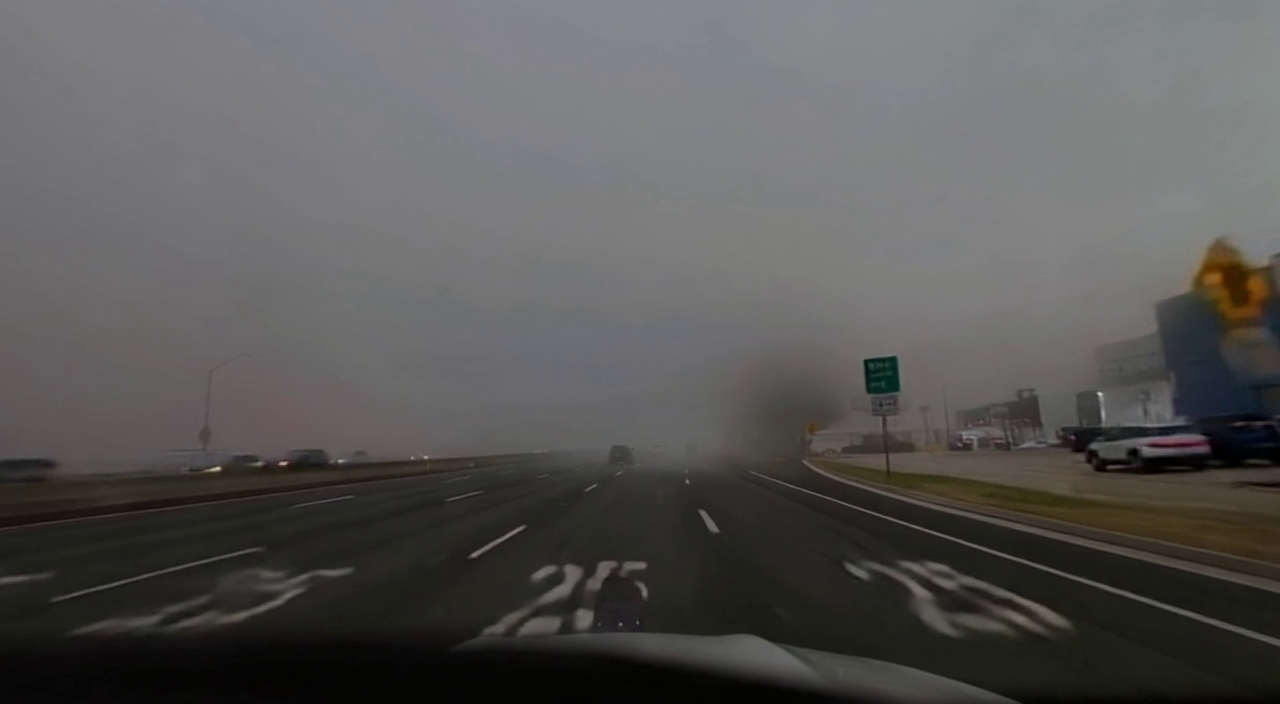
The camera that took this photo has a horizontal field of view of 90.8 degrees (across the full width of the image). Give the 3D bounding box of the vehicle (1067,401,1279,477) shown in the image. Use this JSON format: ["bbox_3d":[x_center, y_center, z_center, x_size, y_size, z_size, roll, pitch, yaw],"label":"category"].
[{"bbox_3d":[17.619,2.869,20.488,5.837,2.109,2.476,-7,-11,28],"label":"vehicle"}]

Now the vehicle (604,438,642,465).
[{"bbox_3d":[-1.129,7.048,44.813,2.139,1.782,4.079,-1,-9,6],"label":"vehicle"}]

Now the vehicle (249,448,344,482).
[{"bbox_3d":[-17.371,5.702,32.245,1.987,1.603,4.577,-1,-9,4],"label":"vehicle"}]

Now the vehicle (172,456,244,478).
[{"bbox_3d":[-30.325,8.068,44.540,1.809,1.451,4.370,-1,-9,4],"label":"vehicle"}]
